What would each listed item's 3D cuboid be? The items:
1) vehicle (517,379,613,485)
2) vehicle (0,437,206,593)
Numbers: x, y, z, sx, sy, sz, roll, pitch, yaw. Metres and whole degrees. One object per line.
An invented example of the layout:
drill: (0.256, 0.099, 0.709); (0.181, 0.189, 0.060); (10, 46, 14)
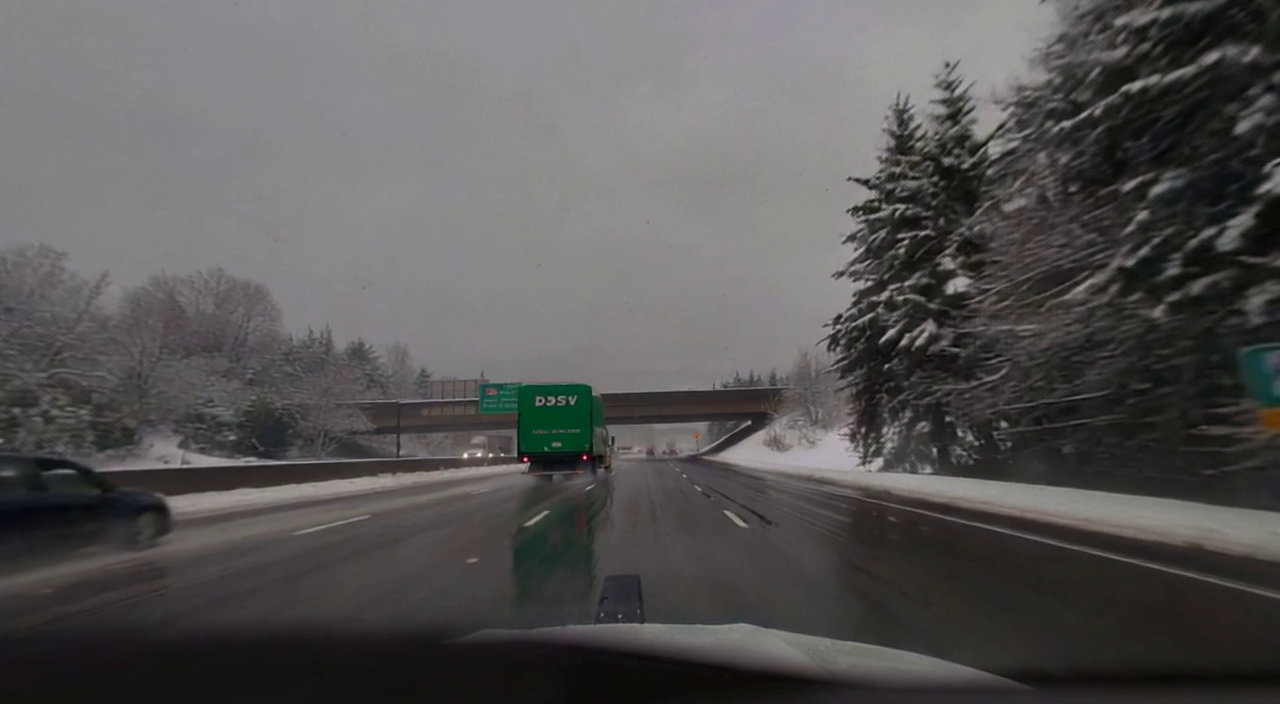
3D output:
vehicle: (-3.116, 4.005, 30.303); (3.025, 4.002, 12.709); (-1, -9, 0)
vehicle: (-7.053, 1.610, 6.314); (1.958, 1.467, 4.737); (-1, -9, 1)
